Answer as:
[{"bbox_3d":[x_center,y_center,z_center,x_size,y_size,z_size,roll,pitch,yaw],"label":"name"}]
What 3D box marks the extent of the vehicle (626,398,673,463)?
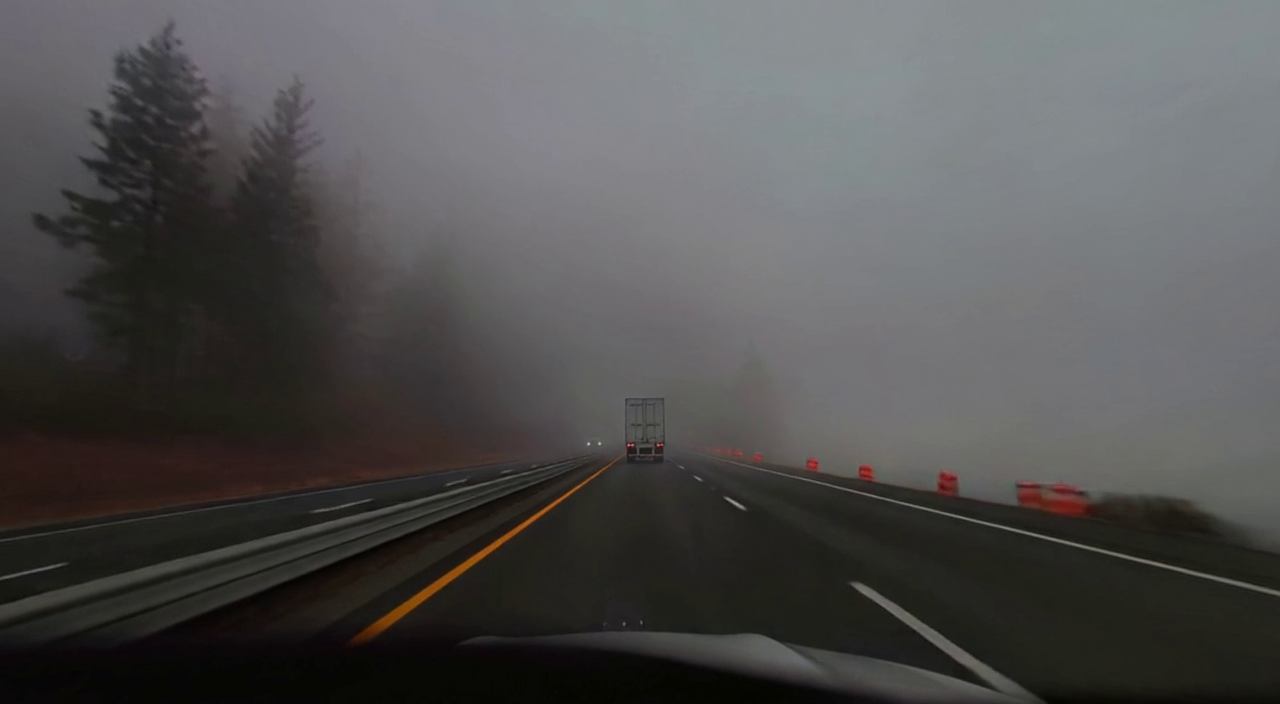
[{"bbox_3d":[0.501,5.803,45.740,2.935,4.068,11.036,0,-8,-1],"label":"vehicle"}]
